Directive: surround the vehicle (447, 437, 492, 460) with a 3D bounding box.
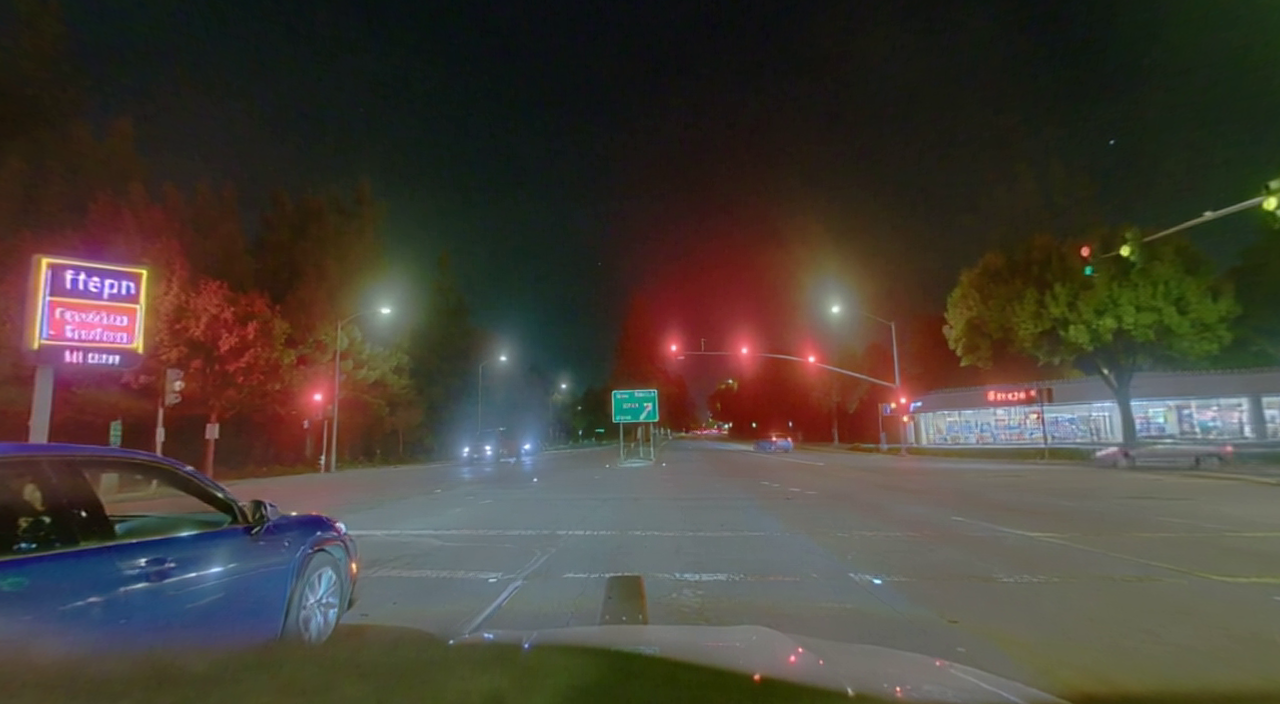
[{"bbox_3d":[-11.794,6.688,43.893,2.111,1.499,4.371,0,-9,-3],"label":"vehicle"}]

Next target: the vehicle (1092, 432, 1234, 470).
[{"bbox_3d":[24.420,4.641,29.683,4.667,1.664,1.936,-4,-9,23],"label":"vehicle"}]

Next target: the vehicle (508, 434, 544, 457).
[{"bbox_3d":[-8.072,6.663,45.087,1.920,1.546,4.086,0,-9,-1],"label":"vehicle"}]
